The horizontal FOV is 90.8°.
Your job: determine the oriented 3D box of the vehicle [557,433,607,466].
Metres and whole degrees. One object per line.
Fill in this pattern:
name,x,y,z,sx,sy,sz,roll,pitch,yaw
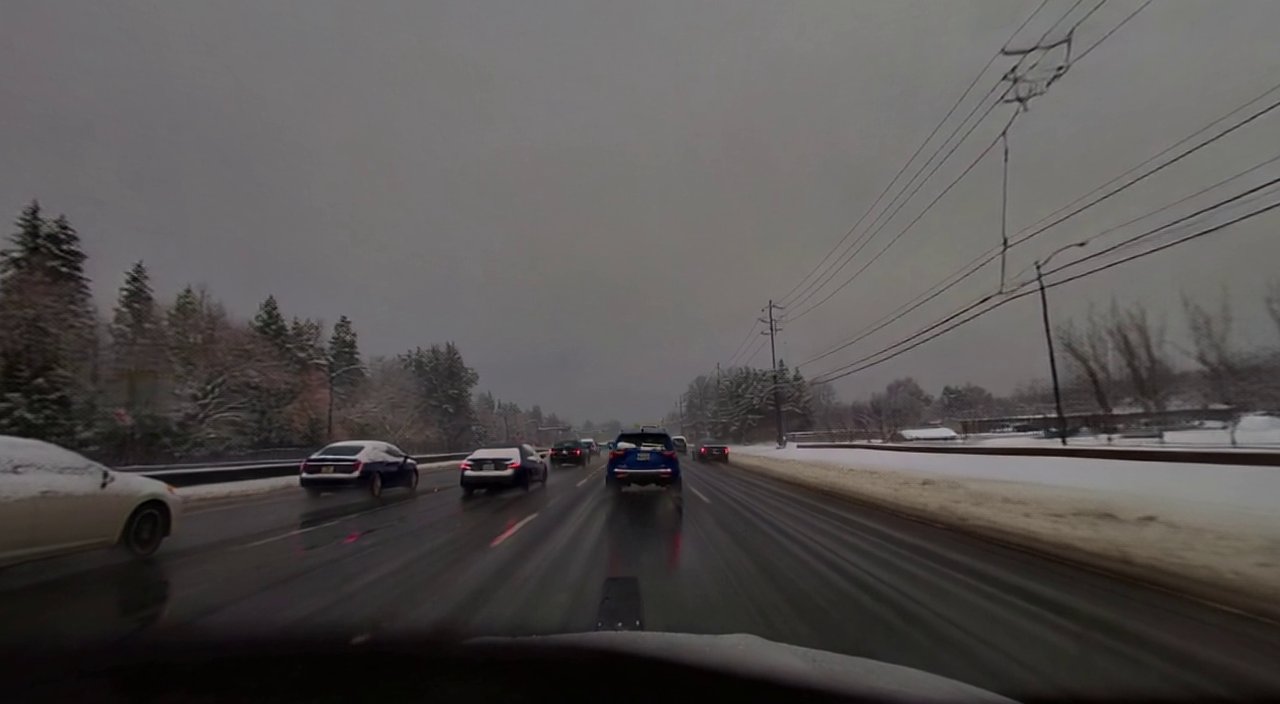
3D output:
vehicle,-3.260,5.578,36.275,2.353,1.773,4.286,0,-8,1

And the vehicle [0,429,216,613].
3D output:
vehicle,-6.066,1.394,5.355,1.958,1.447,4.454,0,-8,-2

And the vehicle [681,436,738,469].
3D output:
vehicle,3.312,4.897,30.861,2.197,1.464,4.356,0,-8,-1

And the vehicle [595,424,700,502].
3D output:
vehicle,0.176,2.741,15.939,2.284,1.699,4.168,0,-8,0

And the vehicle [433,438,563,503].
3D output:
vehicle,-3.438,2.983,16.394,2.203,1.425,4.610,0,-8,1

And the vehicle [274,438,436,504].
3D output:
vehicle,-7.112,2.996,16.442,1.959,1.435,4.719,0,-8,1
